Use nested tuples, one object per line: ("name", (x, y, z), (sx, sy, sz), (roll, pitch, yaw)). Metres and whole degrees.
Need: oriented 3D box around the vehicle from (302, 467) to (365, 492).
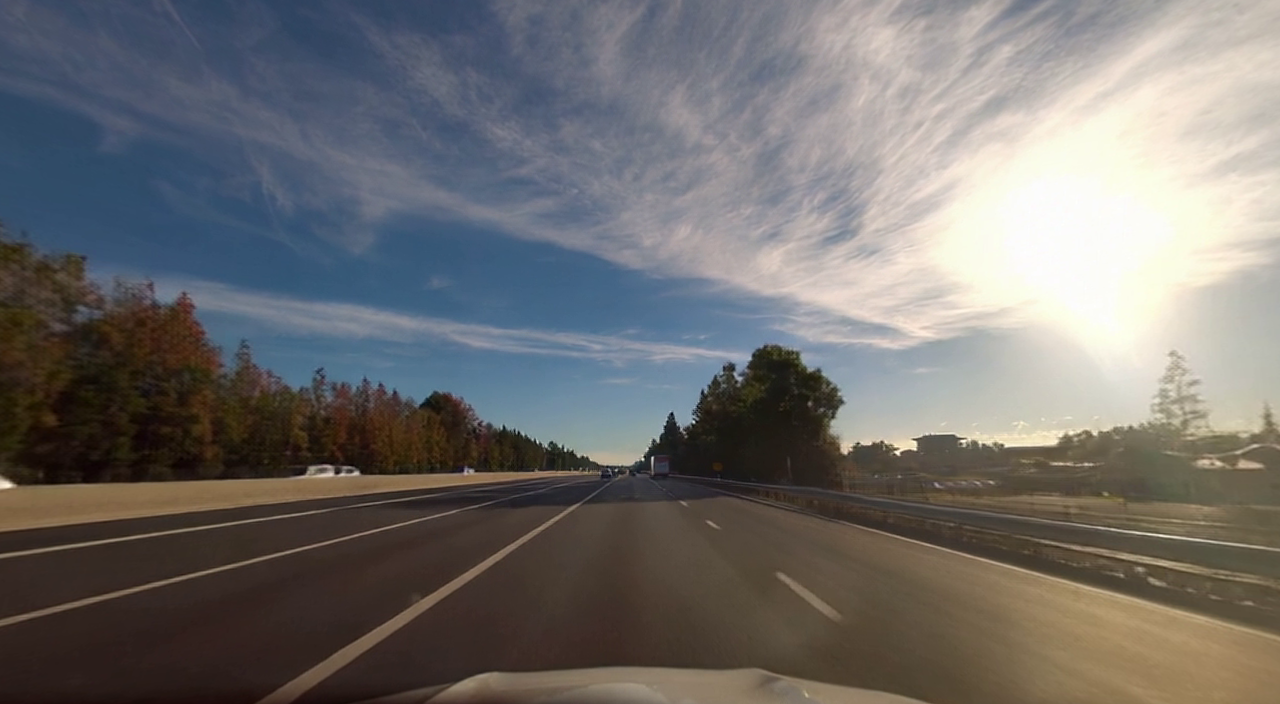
("vehicle", (-19.539, 8.132, 40.394), (1.850, 1.447, 4.317), (1, -10, 0))
